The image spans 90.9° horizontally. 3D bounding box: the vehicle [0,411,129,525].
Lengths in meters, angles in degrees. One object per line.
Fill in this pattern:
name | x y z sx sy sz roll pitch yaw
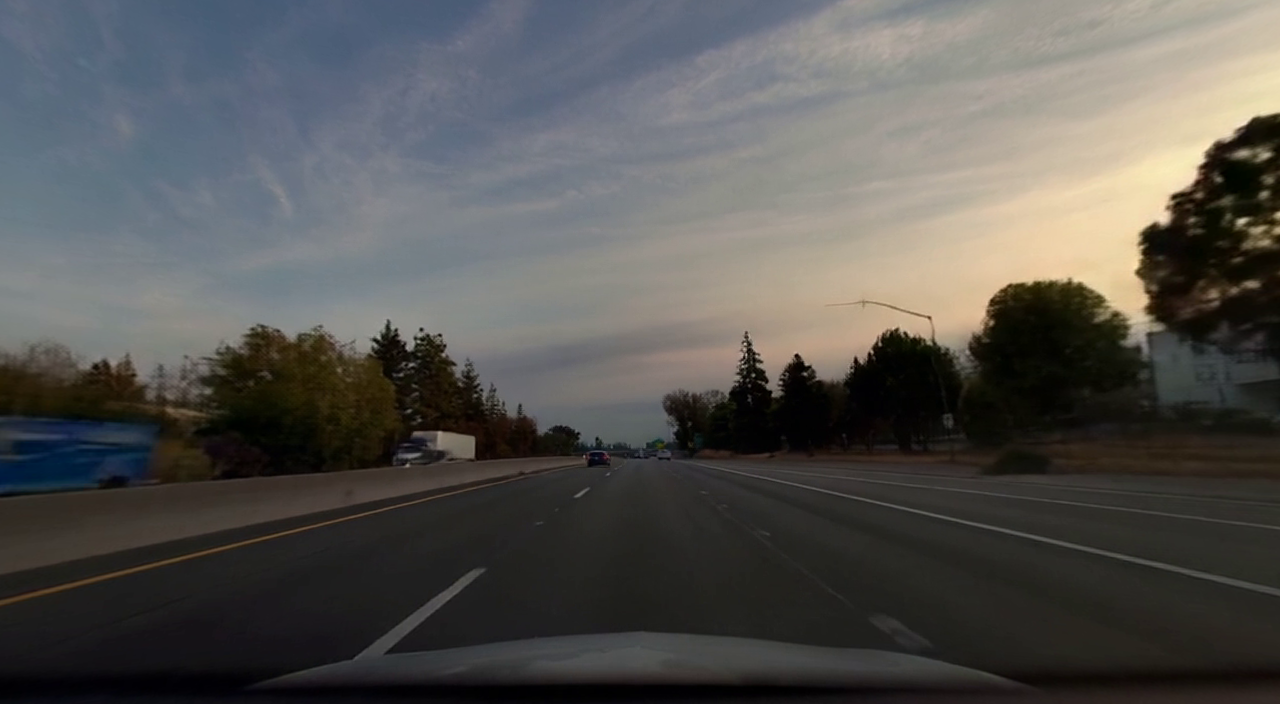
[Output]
vehicle | -16.145 2.762 15.040 2.400 2.633 6.390 0 -9 0
